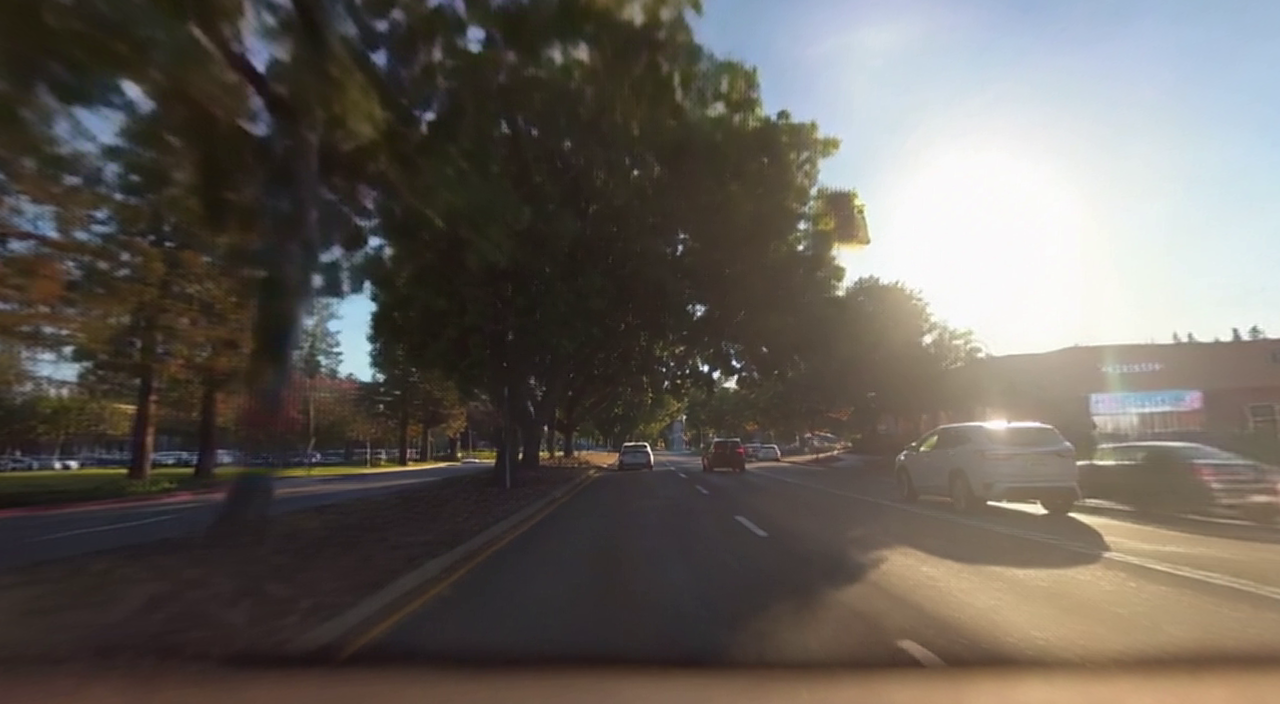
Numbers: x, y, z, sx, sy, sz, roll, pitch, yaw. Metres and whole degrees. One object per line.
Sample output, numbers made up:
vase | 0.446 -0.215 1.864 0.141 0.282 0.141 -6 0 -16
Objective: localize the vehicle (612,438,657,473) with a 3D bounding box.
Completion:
vehicle | -0.249 4.982 30.480 2.037 1.568 3.693 0 -8 0

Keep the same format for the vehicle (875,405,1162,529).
vehicle | 7.007 2.218 12.795 2.240 1.923 5.678 0 -8 0

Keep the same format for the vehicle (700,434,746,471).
vehicle | 4.440 5.417 34.310 1.955 1.845 4.538 0 -8 1

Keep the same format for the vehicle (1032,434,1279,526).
vehicle | 10.454 2.469 12.899 1.811 1.505 4.646 0 -8 -2
